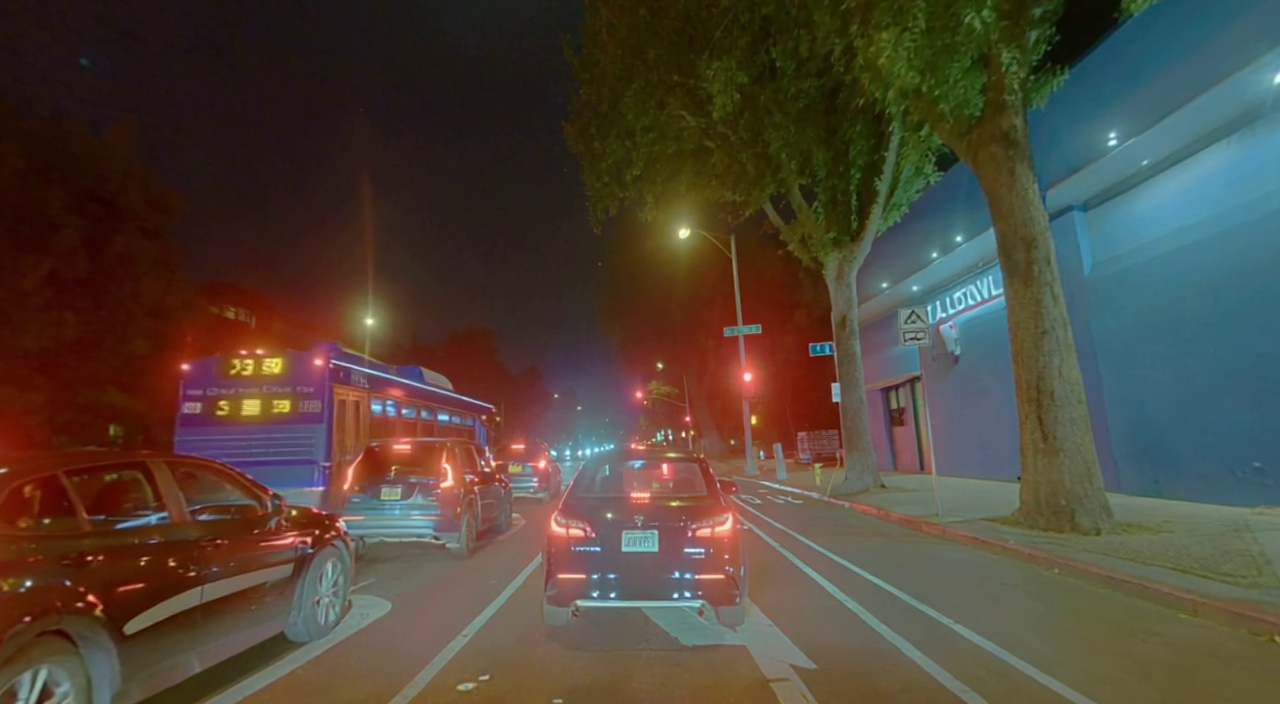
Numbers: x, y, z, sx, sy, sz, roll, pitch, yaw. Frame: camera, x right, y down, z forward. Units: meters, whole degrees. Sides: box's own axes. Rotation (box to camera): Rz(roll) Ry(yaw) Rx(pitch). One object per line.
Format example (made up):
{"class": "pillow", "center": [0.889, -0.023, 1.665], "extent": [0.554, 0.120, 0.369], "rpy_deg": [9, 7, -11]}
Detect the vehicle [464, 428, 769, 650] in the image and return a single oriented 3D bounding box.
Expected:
{"class": "vehicle", "center": [-0.143, 1.529, 6.162], "extent": [2.031, 1.461, 3.763], "rpy_deg": [0, -8, 0]}

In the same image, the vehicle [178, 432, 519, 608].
{"class": "vehicle", "center": [-2.920, 1.757, 7.632], "extent": [1.944, 1.481, 4.385], "rpy_deg": [0, -8, 1]}

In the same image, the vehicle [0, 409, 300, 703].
{"class": "vehicle", "center": [-3.172, 0.883, 1.731], "extent": [1.867, 1.486, 4.452], "rpy_deg": [0, -8, 2]}
